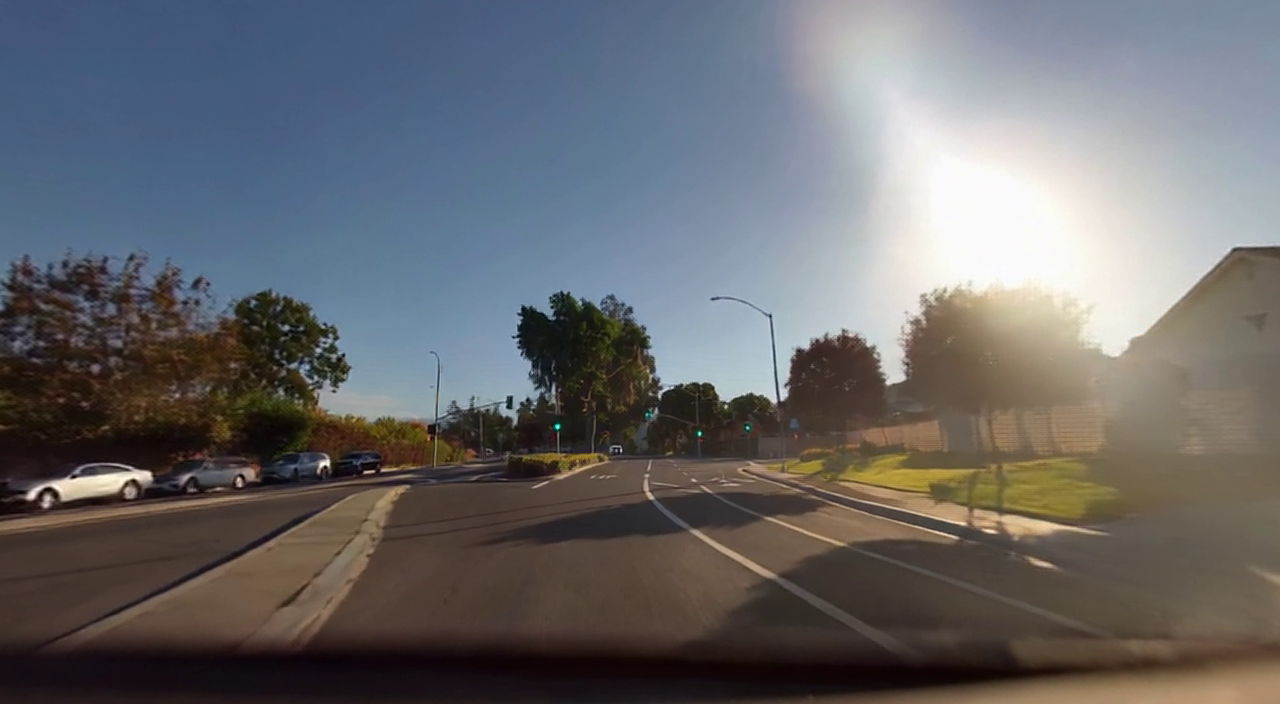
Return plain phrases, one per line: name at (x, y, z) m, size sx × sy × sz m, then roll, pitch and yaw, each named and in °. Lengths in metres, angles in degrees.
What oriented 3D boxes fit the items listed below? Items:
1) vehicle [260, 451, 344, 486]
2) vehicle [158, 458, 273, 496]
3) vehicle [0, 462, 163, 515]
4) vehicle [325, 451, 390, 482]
vehicle at (-19.791, 6.821, 37.157) m, size 2.148 × 1.856 × 4.632 m, roll 0°, pitch -9°, yaw 4°
vehicle at (-20.056, 5.901, 30.112) m, size 1.883 × 1.506 × 4.863 m, roll 0°, pitch -8°, yaw 4°
vehicle at (-20.470, 4.836, 22.845) m, size 1.954 × 1.575 × 5.225 m, roll -1°, pitch -9°, yaw 4°
vehicle at (-19.212, 7.800, 43.142) m, size 2.050 × 1.697 × 4.838 m, roll -4°, pitch -7°, yaw 3°
